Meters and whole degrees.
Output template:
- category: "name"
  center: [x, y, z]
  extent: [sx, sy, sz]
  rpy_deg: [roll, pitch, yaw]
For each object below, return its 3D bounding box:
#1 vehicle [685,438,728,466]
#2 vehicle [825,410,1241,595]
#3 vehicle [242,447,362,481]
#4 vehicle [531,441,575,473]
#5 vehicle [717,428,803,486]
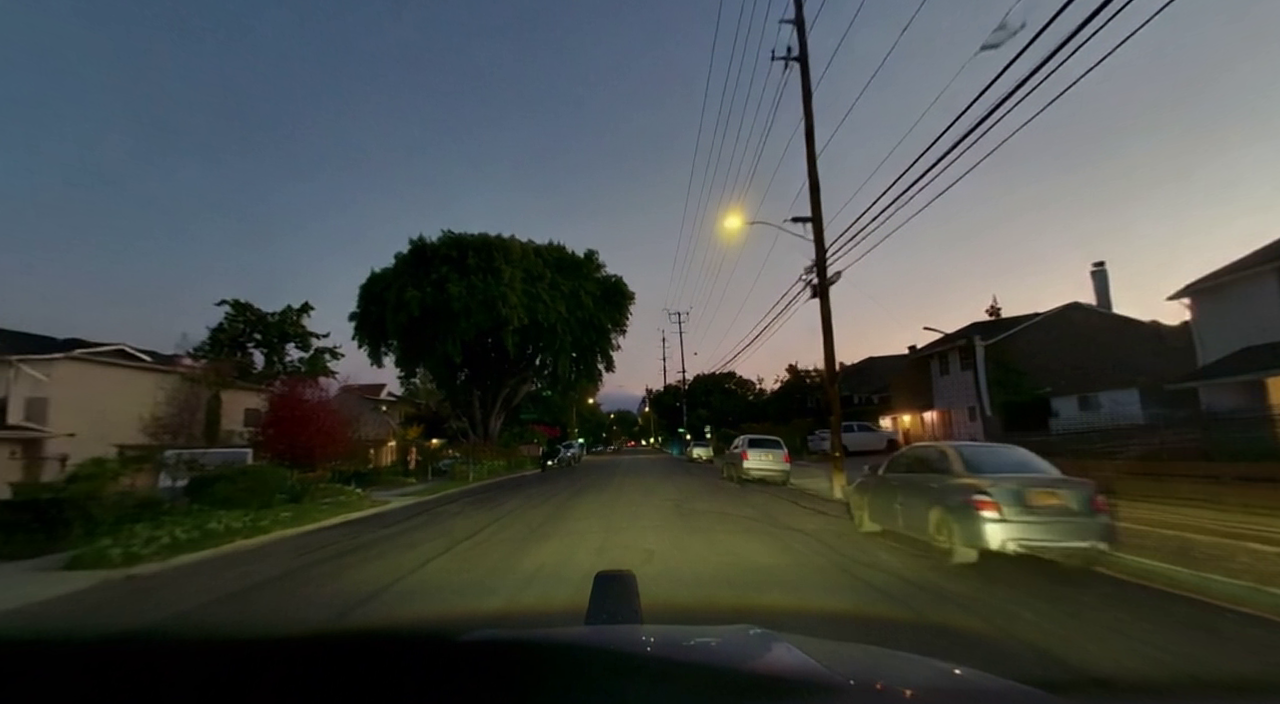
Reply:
- category: "vehicle"
  center: [4.006, 6.133, 38.849]
  extent: [2.040, 1.640, 4.153]
  rpy_deg: [0, -9, -3]
- category: "vehicle"
  center: [4.002, 1.616, 7.701]
  extent: [2.016, 1.544, 4.645]
  rpy_deg: [0, -9, -1]
- category: "vehicle"
  center: [-19.615, 6.511, 36.859]
  extent: [5.746, 1.830, 2.162]
  rpy_deg: [0, -8, -2]
- category: "vehicle"
  center: [-5.790, 6.986, 42.428]
  extent: [2.213, 1.786, 4.674]
  rpy_deg: [-6, -8, -1]
- category: "vehicle"
  center: [3.972, 3.585, 21.805]
  extent: [2.105, 1.755, 4.749]
  rpy_deg: [0, -9, 1]
